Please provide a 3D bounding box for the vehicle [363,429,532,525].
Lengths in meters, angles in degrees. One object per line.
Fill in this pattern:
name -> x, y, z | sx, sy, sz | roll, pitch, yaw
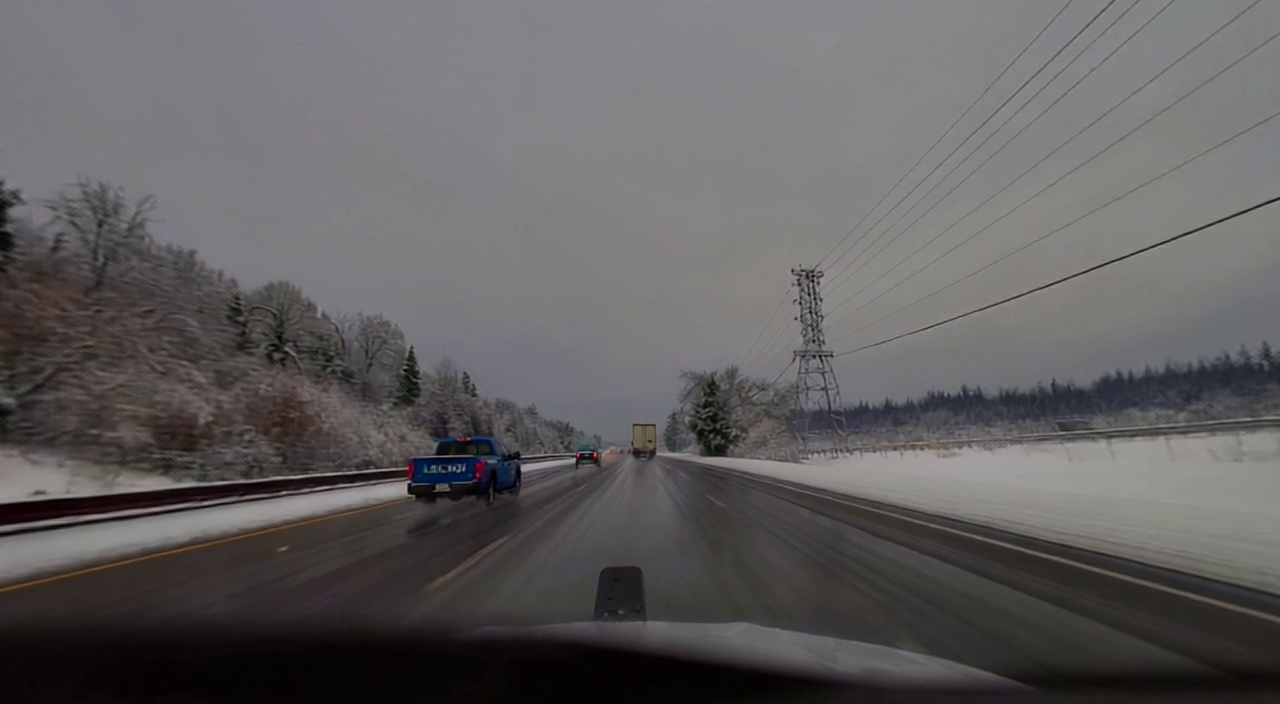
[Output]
vehicle -> -3.854, 2.606, 13.776 | 2.049, 1.697, 4.998 | 0, -9, 1

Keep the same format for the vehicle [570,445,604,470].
vehicle -> -3.910, 7.864, 47.179 | 2.111, 1.735, 4.066 | 0, -9, 1
